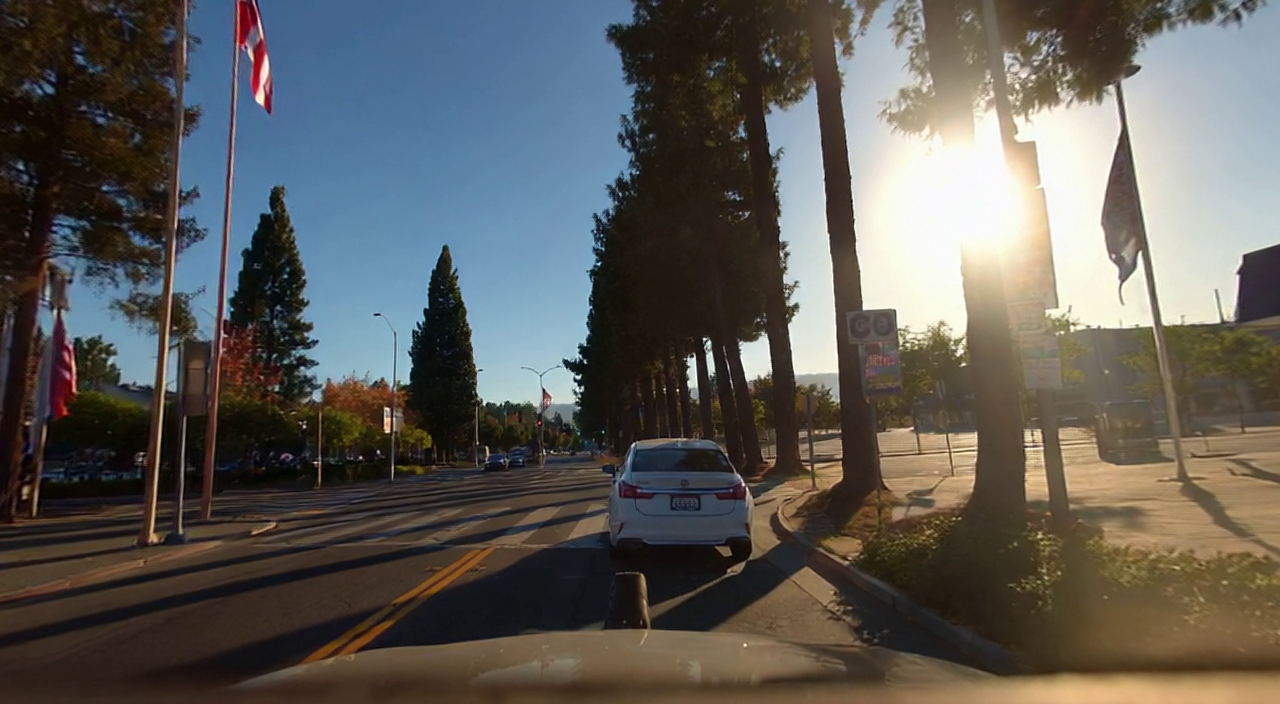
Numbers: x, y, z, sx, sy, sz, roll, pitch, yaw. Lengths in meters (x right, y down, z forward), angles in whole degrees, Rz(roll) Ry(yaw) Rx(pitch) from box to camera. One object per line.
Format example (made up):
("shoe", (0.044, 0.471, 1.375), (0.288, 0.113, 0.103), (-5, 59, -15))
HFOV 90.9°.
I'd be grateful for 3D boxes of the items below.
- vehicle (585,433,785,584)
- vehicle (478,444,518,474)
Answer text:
("vehicle", (0.364, 1.840, 8.145), (1.985, 1.463, 3.647), (0, -9, -3))
("vehicle", (-9.987, 7.561, 44.673), (2.212, 1.948, 4.537), (0, -9, -5))
